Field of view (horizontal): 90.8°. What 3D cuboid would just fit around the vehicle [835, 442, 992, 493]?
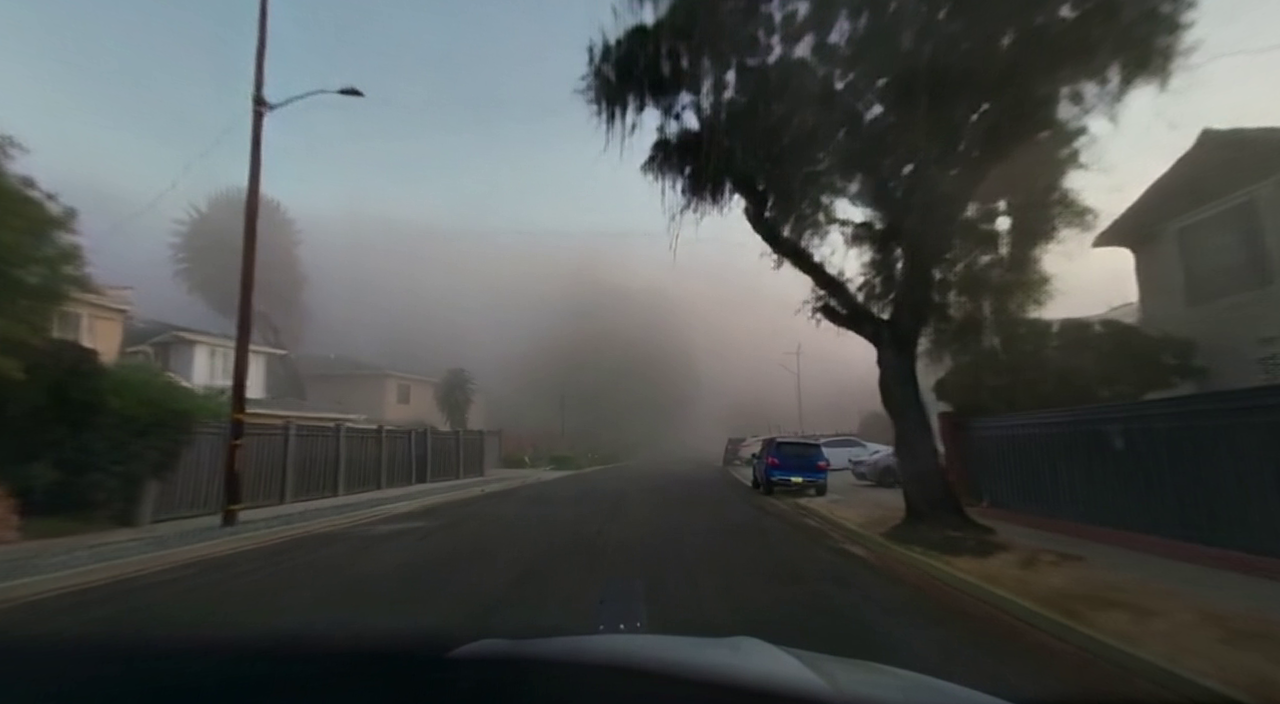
[{"bbox_3d":[8.427,3.572,19.762,4.057,1.483,1.828,0,-8,0],"label":"vehicle"}]

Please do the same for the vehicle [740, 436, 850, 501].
[{"bbox_3d":[4.363,3.344,18.590,2.051,1.676,4.497,0,-9,-1],"label":"vehicle"}]

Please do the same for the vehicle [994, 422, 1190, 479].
[{"bbox_3d":[13.207,2.882,18.803,4.246,1.488,1.943,-1,-8,15],"label":"vehicle"}]
